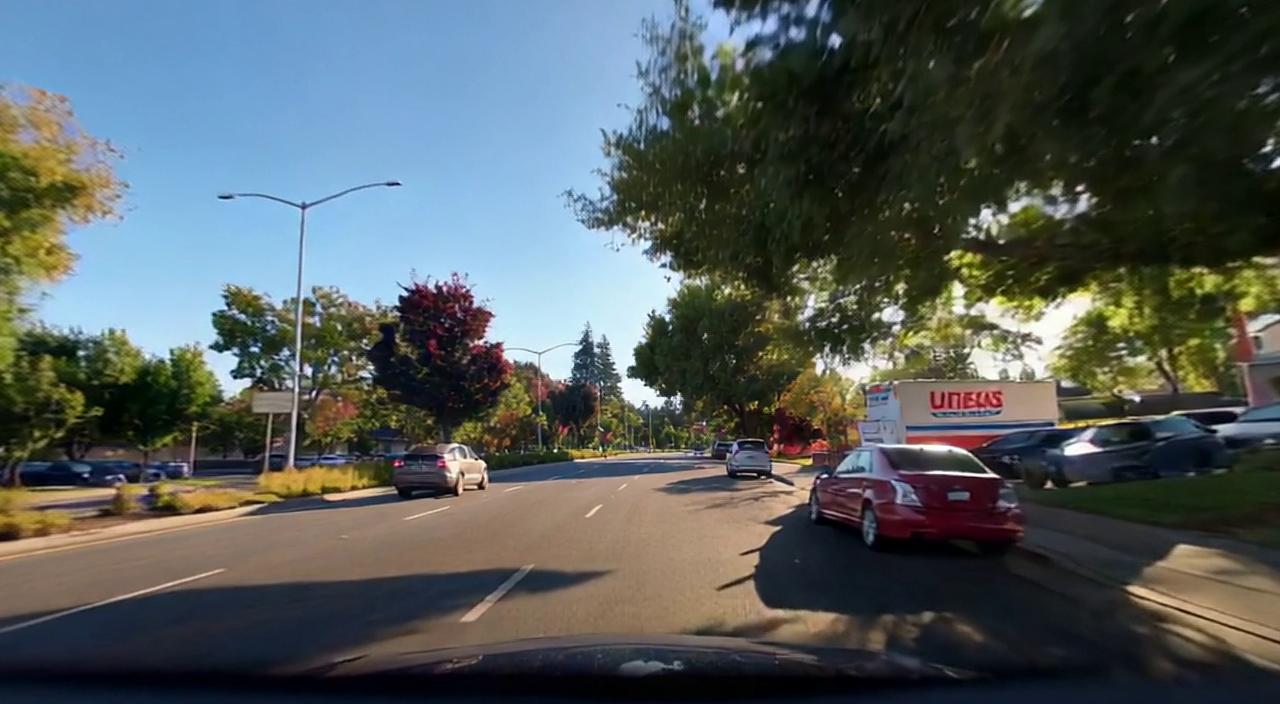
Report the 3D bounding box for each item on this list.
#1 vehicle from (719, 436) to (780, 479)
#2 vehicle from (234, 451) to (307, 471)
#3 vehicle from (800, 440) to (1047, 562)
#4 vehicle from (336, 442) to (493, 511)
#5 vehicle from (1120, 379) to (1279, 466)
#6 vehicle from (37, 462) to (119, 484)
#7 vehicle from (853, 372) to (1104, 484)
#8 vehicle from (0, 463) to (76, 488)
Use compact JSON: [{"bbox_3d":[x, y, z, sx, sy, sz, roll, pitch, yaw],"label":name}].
[{"bbox_3d":[4.696,4.591,27.714,2.064,1.697,4.718,0,-8,3],"label":"vehicle"},{"bbox_3d":[-29.101,8.597,49.720,4.481,1.441,1.960,2,-9,-8],"label":"vehicle"},{"bbox_3d":[3.873,2.068,9.610,1.849,1.393,4.377,0,-8,2],"label":"vehicle"},{"bbox_3d":[-5.471,3.054,16.091,2.060,1.473,4.645,0,-8,3],"label":"vehicle"},{"bbox_3d":[23.631,2.775,24.829,7.126,3.124,2.933,0,-9,-6],"label":"vehicle"},{"bbox_3d":[-42.892,9.234,48.214,4.227,1.397,1.828,-1,-10,-12],"label":"vehicle"},{"bbox_3d":[11.759,2.695,22.293,7.138,3.310,2.943,-2,-9,-9],"label":"vehicle"},{"bbox_3d":[-42.674,8.542,43.802,4.603,1.577,2.157,1,-8,-8],"label":"vehicle"}]
